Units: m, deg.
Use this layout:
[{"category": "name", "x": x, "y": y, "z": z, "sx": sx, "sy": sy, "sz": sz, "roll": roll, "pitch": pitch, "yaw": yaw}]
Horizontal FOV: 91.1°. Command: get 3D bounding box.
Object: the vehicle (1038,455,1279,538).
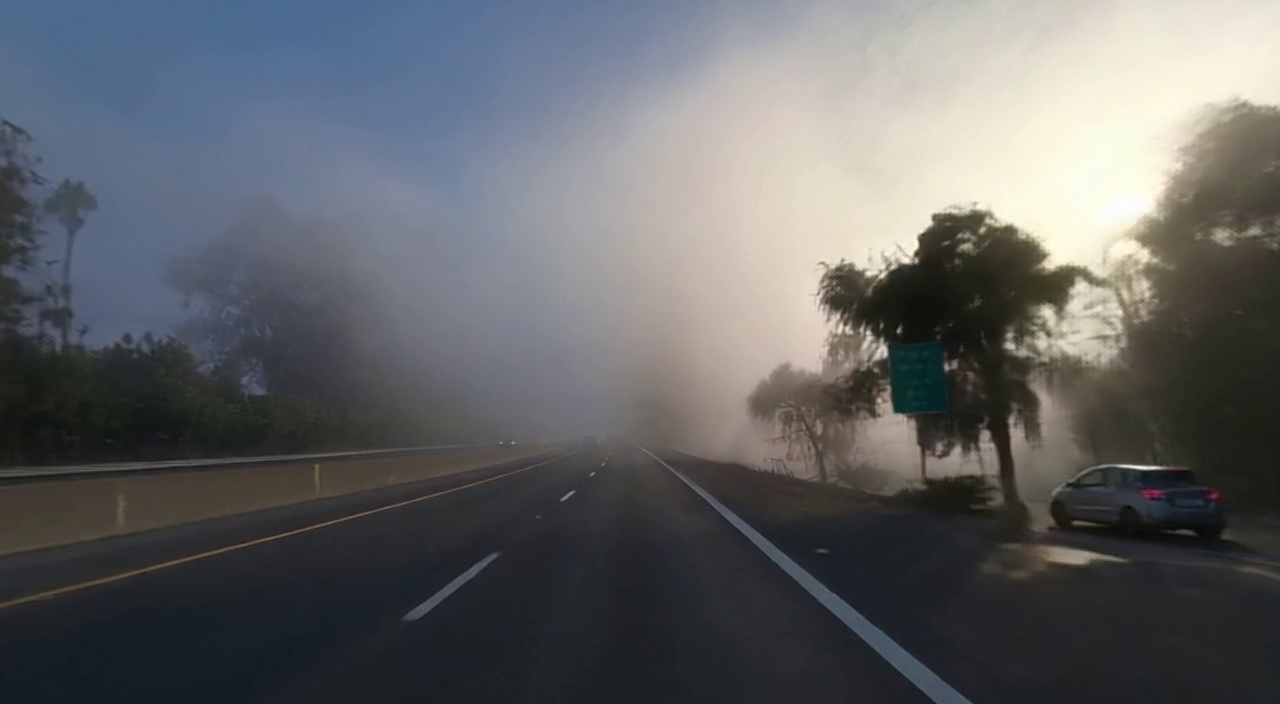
[{"category": "vehicle", "x": 11.727, "y": 3.278, "z": 14.665, "sx": 2.037, "sy": 1.487, "sz": 4.962, "roll": 1, "pitch": -11, "yaw": 6}]
